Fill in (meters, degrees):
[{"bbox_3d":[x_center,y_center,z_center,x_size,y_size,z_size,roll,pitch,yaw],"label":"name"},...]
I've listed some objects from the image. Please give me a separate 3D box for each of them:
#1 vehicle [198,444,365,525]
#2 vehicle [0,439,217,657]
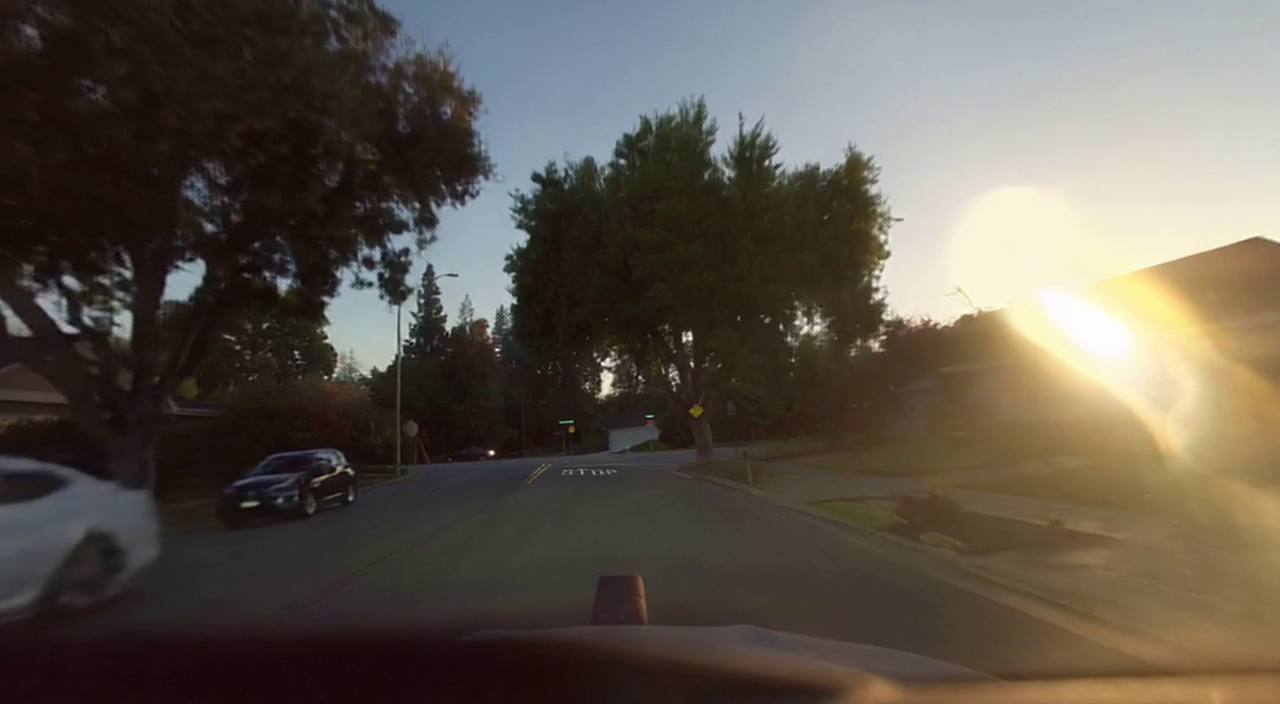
[{"bbox_3d":[-8.496,3.104,15.521,1.994,1.656,4.334,1,-8,-7],"label":"vehicle"},{"bbox_3d":[-5.556,1.332,4.122,2.146,1.506,4.885,0,-8,1],"label":"vehicle"}]
